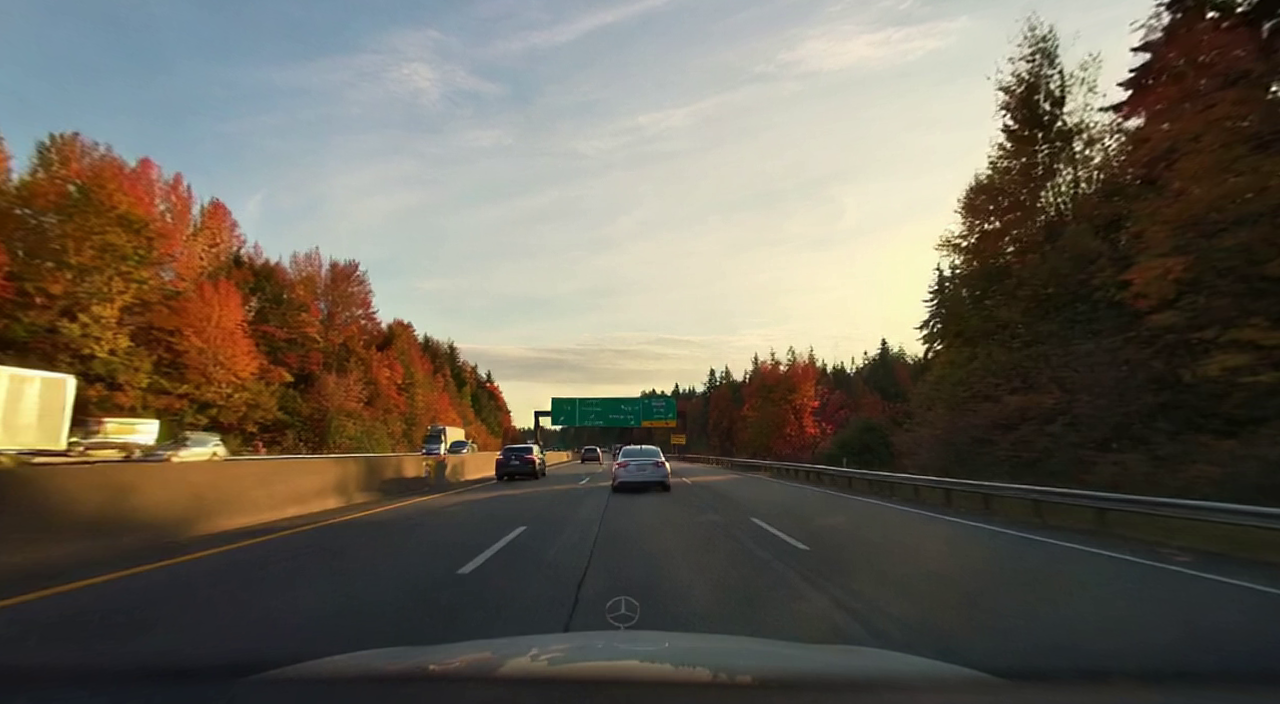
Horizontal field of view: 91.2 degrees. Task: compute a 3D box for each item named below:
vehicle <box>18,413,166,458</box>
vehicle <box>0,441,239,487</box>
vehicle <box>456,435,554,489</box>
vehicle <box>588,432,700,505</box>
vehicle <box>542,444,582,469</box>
[{"bbox_3d":[-22.459,3.496,25.982,2.106,1.702,4.413,0,-9,0],"label":"vehicle"},{"bbox_3d":[-22.561,4.566,26.125,2.781,1.486,14.211,0,-9,-1],"label":"vehicle"},{"bbox_3d":[-4.547,3.792,21.855,2.545,1.679,4.267,0,-9,-1],"label":"vehicle"},{"bbox_3d":[0.058,3.050,16.775,2.634,1.679,4.070,0,-9,-1],"label":"vehicle"},{"bbox_3d":[-5.038,6.821,41.054,2.173,1.561,4.130,0,-9,-1],"label":"vehicle"}]
